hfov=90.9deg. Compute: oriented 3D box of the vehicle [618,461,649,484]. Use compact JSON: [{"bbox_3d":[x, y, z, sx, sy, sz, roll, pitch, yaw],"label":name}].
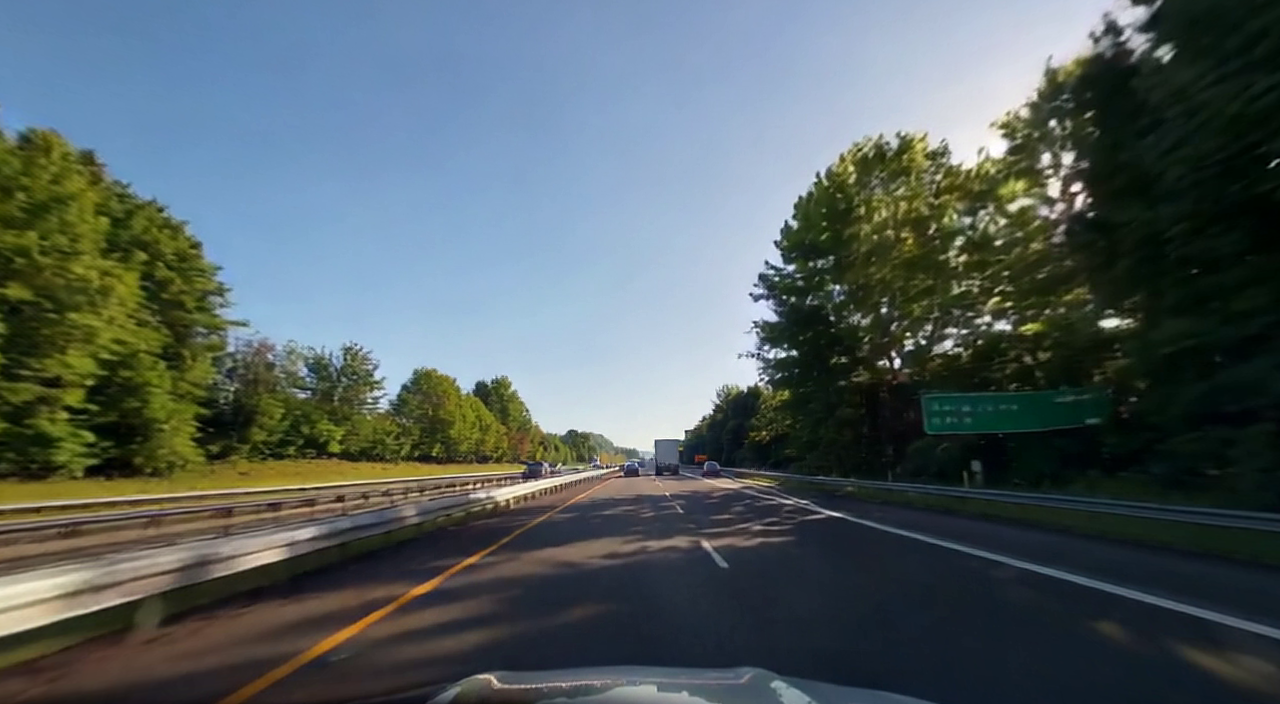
[{"bbox_3d":[-0.450,8.151,42.768,2.025,1.452,3.927,1,-10,0],"label":"vehicle"}]
